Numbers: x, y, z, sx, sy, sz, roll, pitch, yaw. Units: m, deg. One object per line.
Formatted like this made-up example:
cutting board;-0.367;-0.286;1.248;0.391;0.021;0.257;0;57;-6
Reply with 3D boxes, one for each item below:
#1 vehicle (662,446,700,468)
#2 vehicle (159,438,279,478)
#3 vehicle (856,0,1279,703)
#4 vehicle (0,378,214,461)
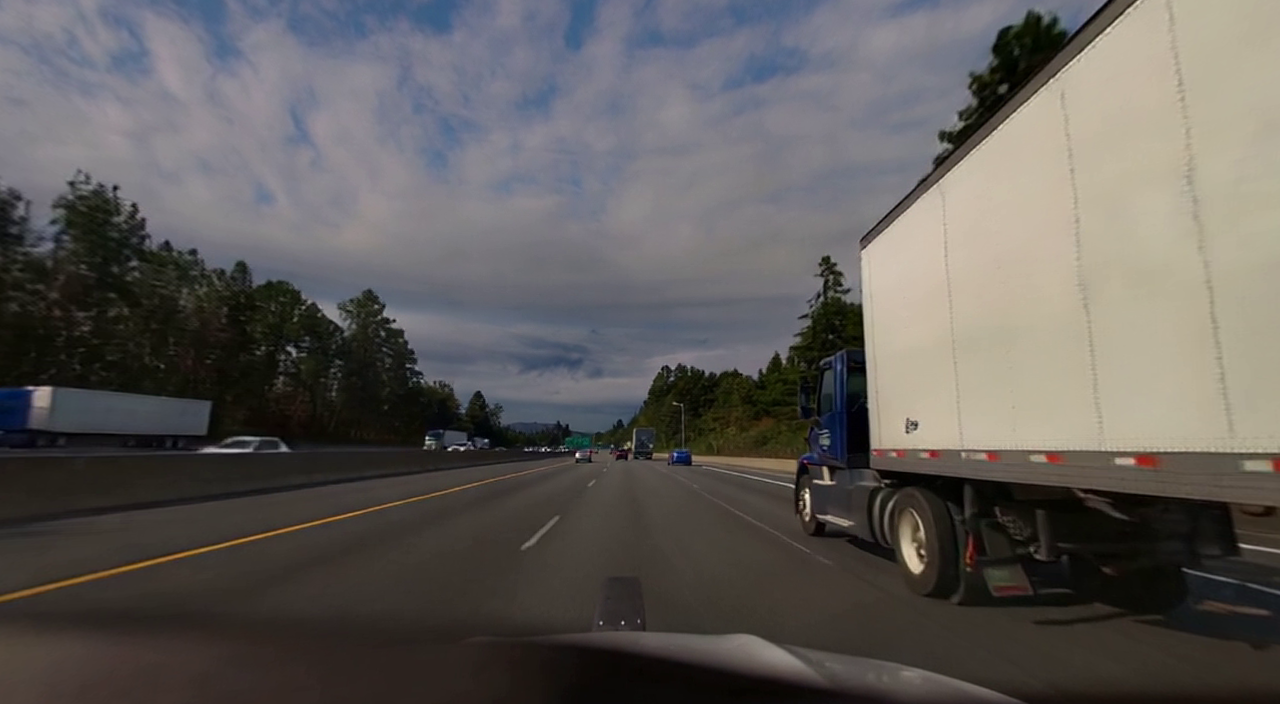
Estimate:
vehicle;3.039;7.927;47.632;2.246;1.583;4.813;0;-9;-3
vehicle;-16.522;4.186;25.011;1.869;1.442;4.226;0;-9;-1
vehicle;4.083;-0.578;0.174;2.847;4.075;14.244;0;-9;-1
vehicle;-33.329;4.382;38.578;3.123;4.095;15.376;3;-9;3
